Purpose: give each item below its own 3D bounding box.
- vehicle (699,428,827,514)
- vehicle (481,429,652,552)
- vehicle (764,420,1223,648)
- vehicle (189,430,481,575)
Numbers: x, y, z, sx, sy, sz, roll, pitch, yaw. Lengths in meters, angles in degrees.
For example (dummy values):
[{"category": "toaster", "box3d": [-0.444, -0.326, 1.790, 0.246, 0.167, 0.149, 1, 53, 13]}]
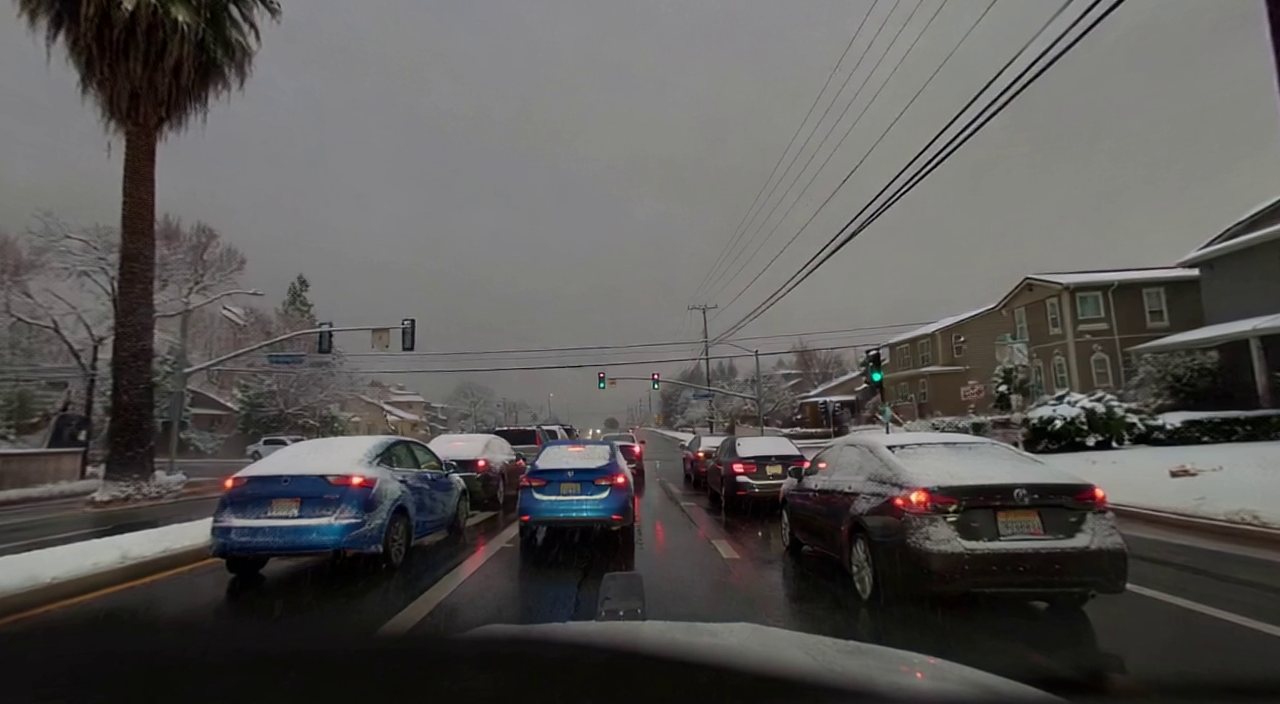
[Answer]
[{"category": "vehicle", "box3d": [2.540, 2.588, 14.193, 1.956, 1.615, 4.205, 0, -9, -1]}, {"category": "vehicle", "box3d": [-0.983, 1.999, 9.790, 2.104, 1.500, 3.815, 0, -9, -2]}, {"category": "vehicle", "box3d": [2.744, 1.506, 6.339, 2.014, 1.464, 4.312, 0, -9, -2]}, {"category": "vehicle", "box3d": [-3.722, 1.891, 8.840, 2.058, 1.474, 4.473, 0, -9, -3]}]
